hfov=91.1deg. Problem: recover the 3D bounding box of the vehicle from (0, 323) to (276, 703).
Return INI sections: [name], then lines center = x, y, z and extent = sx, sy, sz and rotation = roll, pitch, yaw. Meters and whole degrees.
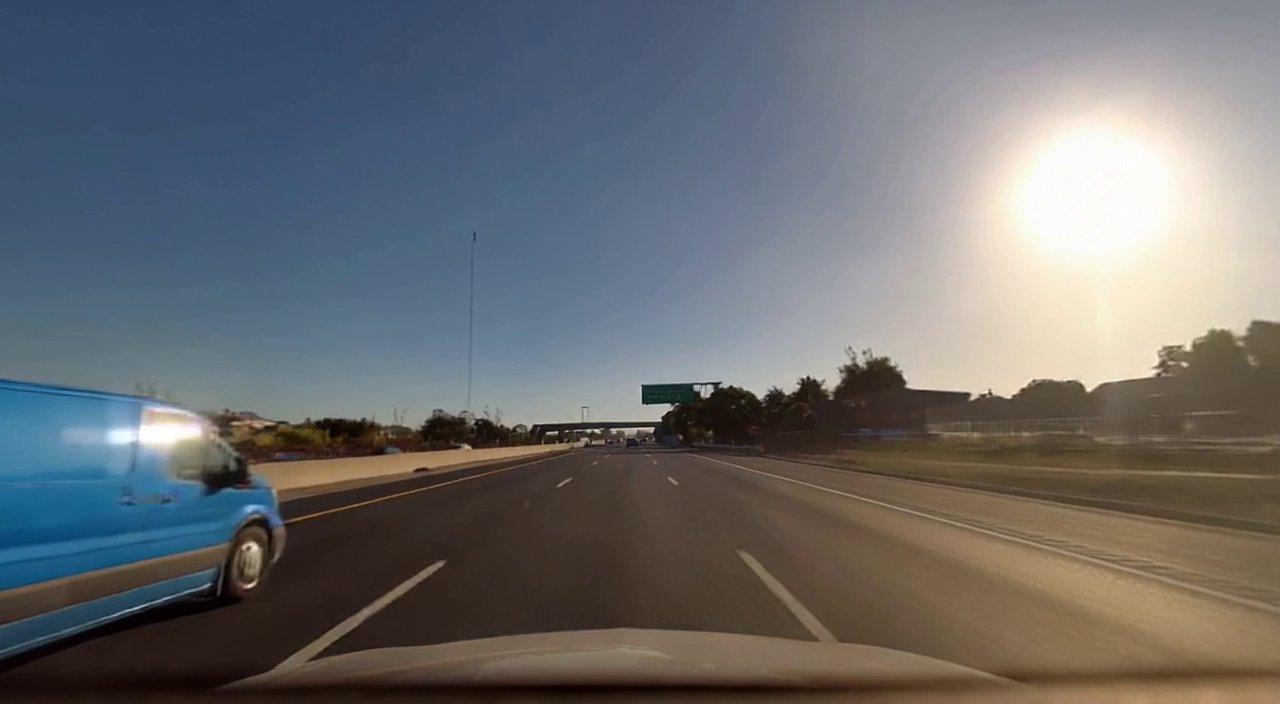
[vehicle]
center = -4.191, 0.786, 2.993
extent = 2.104, 1.860, 4.853
rotation = 0, -8, -2
